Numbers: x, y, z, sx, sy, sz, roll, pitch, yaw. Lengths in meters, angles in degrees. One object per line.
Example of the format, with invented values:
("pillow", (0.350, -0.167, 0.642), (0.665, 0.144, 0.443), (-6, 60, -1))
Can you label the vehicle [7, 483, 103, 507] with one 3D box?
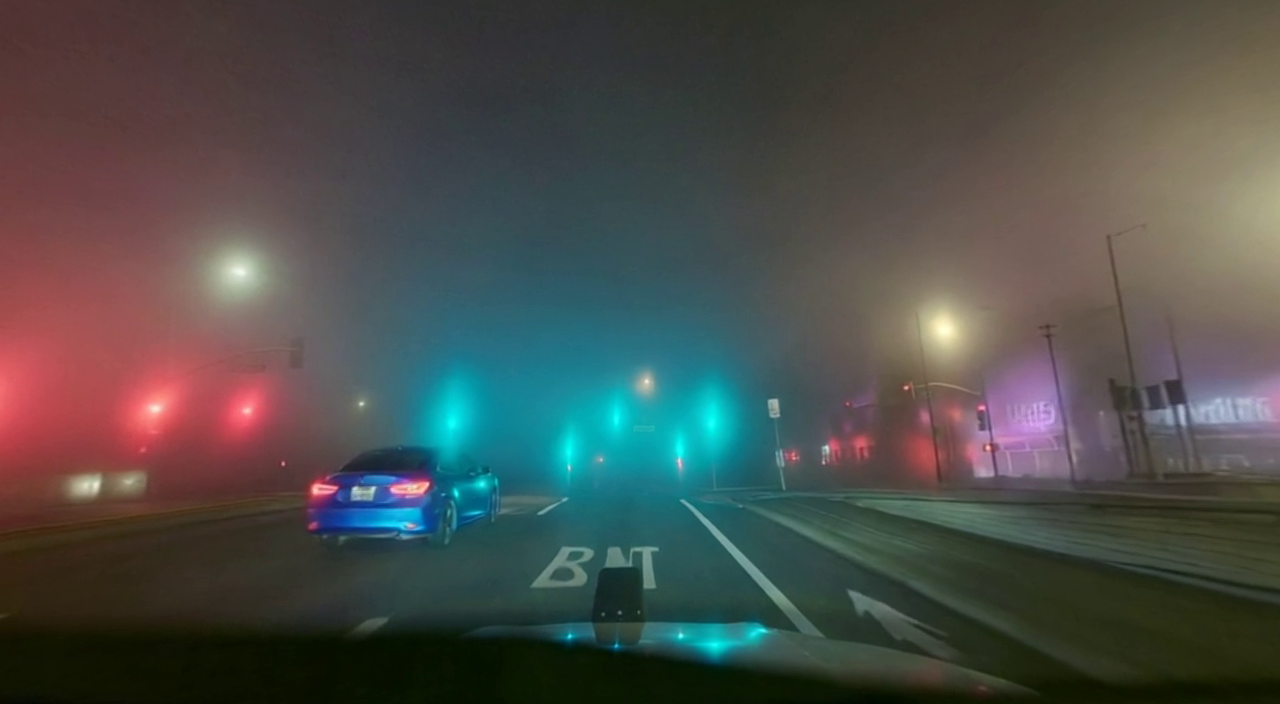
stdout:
("vehicle", (-38.850, 9.535, 42.017), (4.315, 1.421, 2.020), (-1, -14, 1))

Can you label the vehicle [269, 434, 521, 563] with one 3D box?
("vehicle", (-3.254, 2.027, 9.522), (2.041, 1.470, 4.290), (0, -9, 1))
